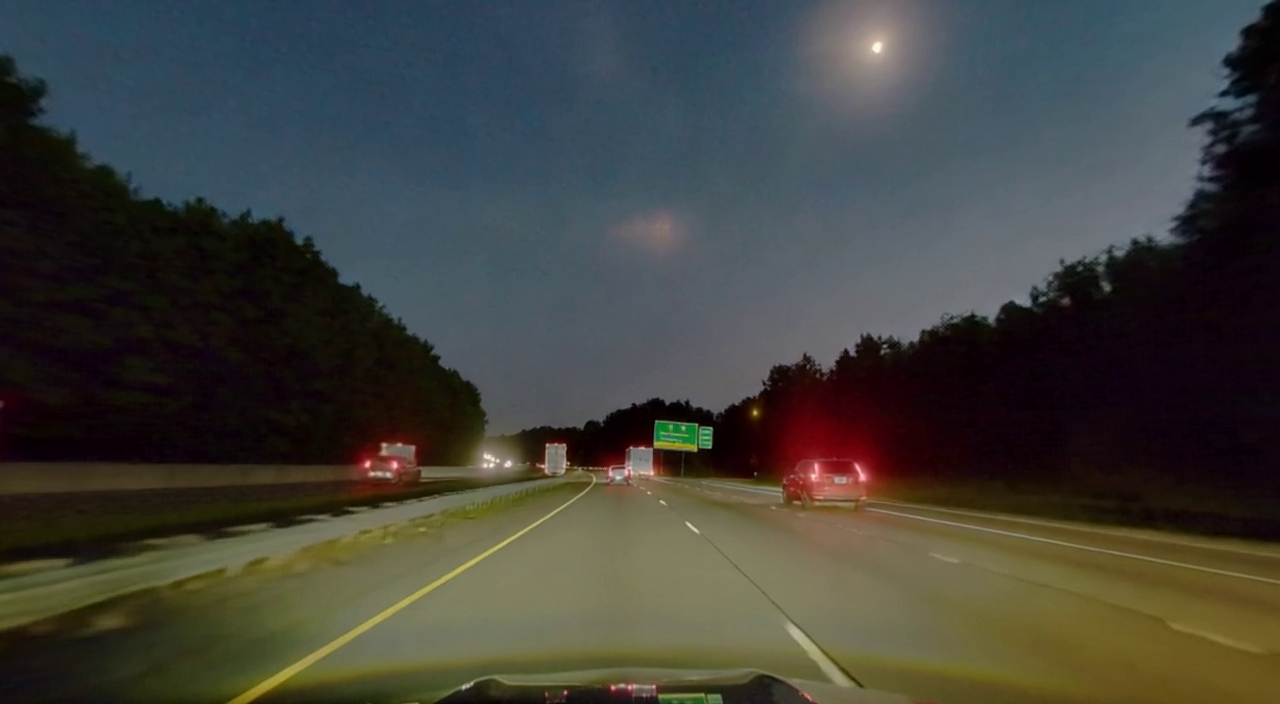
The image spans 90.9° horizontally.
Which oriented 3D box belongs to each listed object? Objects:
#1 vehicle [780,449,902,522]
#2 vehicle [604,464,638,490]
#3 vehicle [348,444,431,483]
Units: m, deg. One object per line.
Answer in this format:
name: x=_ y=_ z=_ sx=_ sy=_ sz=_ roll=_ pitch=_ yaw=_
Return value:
vehicle: x=5.654 y=3.845 z=18.482 sx=1.998 sy=1.776 sz=4.663 roll=2 pitch=-10 yaw=-1
vehicle: x=-1.194 y=7.654 z=38.802 sx=1.987 sy=1.467 sz=3.903 roll=2 pitch=-10 yaw=-2
vehicle: x=-11.704 y=5.295 z=29.848 sx=1.952 sy=1.618 sz=4.859 roll=2 pitch=-10 yaw=-1
